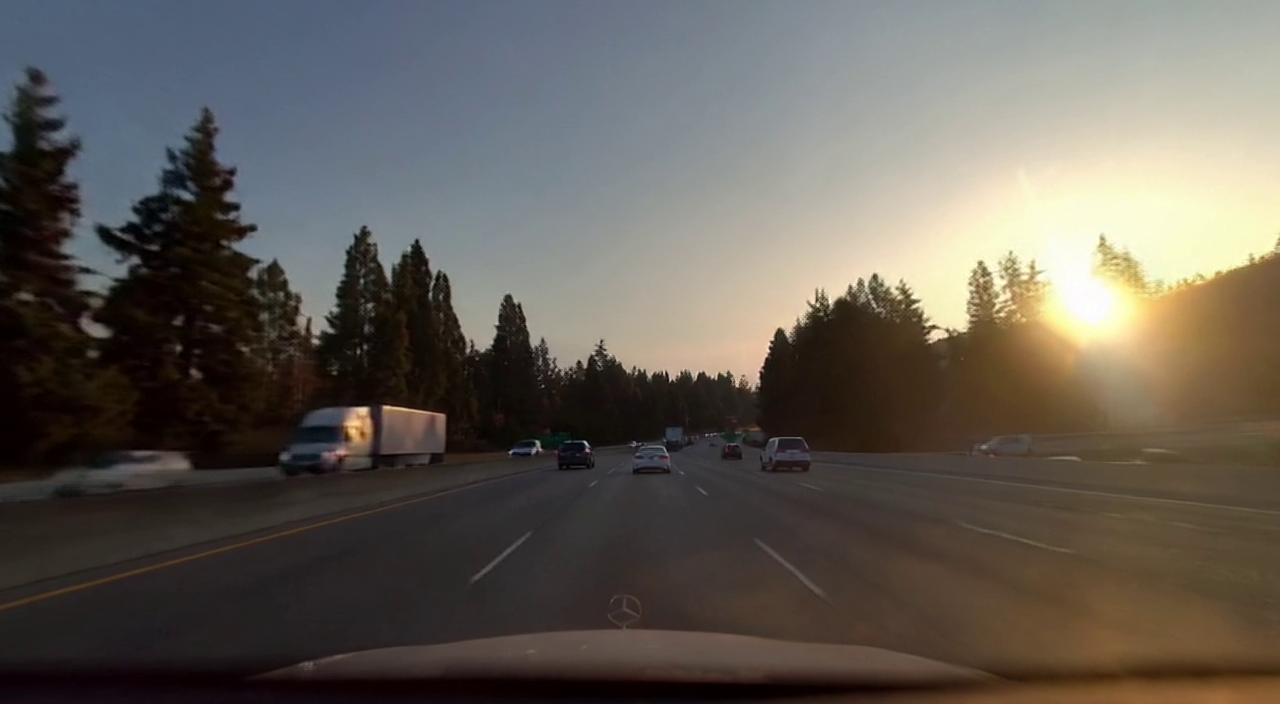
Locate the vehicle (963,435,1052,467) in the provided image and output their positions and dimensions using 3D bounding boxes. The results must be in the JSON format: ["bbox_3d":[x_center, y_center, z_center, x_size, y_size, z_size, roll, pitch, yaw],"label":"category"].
[{"bbox_3d":[20.731,5.615,35.862,1.912,1.652,4.601,1,-9,-6],"label":"vehicle"}]

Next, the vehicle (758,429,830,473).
[{"bbox_3d":[7.265,4.752,30.334,2.094,1.916,5.099,0,-9,0],"label":"vehicle"}]

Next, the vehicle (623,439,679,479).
[{"bbox_3d":[0.422,4.328,25.685,2.071,1.464,4.162,0,-9,0],"label":"vehicle"}]

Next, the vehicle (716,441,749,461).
[{"bbox_3d":[7.270,7.836,49.967,1.894,1.511,4.148,0,-9,-1],"label":"vehicle"}]

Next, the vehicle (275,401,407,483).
[{"bbox_3d":[-15.979,4.949,34.696,3.004,3.919,8.546,0,-9,0],"label":"vehicle"}]

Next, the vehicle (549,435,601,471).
[{"bbox_3d":[-3.286,5.230,32.731,2.140,1.720,4.410,0,-9,1],"label":"vehicle"}]

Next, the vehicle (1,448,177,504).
[{"bbox_3d":[-19.596,4.372,22.801,1.973,1.775,4.772,0,-9,1],"label":"vehicle"}]

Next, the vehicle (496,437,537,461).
[{"bbox_3d":[-9.039,7.148,46.440,1.969,1.668,4.739,-1,-9,1],"label":"vehicle"}]
